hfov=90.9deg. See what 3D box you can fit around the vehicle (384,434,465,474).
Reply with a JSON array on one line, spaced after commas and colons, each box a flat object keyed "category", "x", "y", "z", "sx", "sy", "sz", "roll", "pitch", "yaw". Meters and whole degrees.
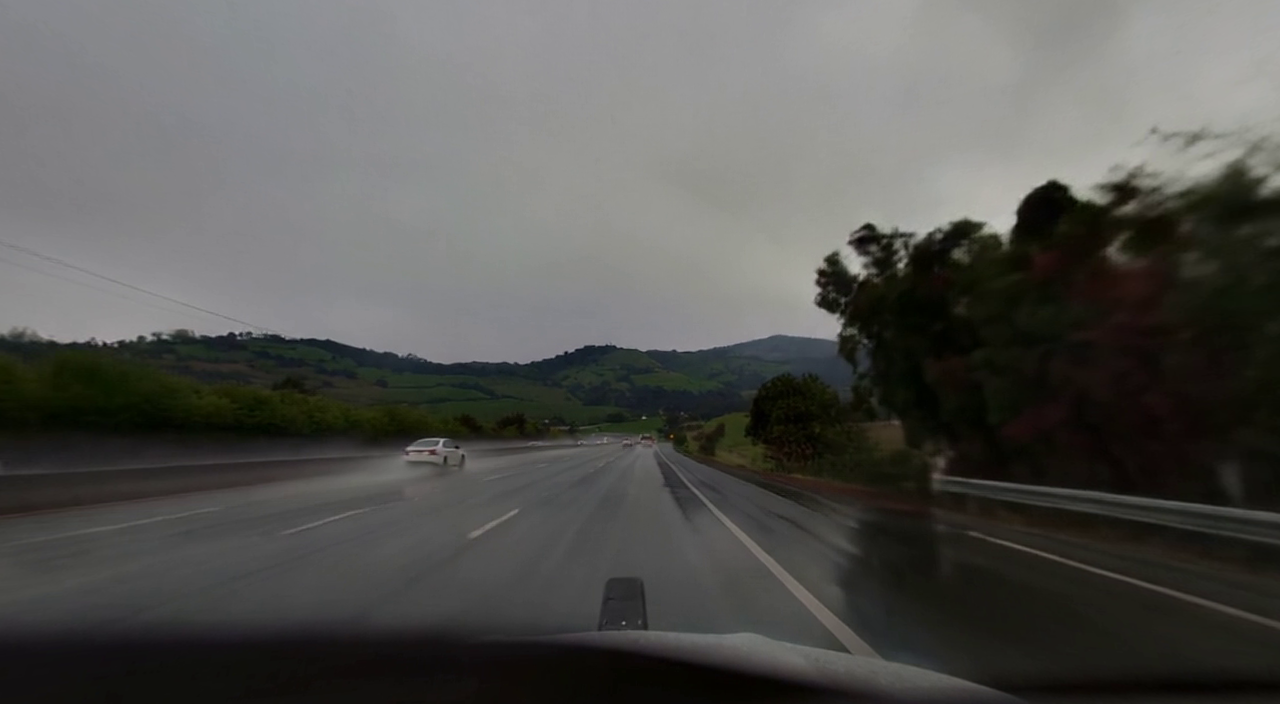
[{"category": "vehicle", "x": -10.495, "y": 5.008, "z": 31.218, "sx": 2.152, "sy": 1.753, "sz": 4.972, "roll": 0, "pitch": -8, "yaw": 2}]
